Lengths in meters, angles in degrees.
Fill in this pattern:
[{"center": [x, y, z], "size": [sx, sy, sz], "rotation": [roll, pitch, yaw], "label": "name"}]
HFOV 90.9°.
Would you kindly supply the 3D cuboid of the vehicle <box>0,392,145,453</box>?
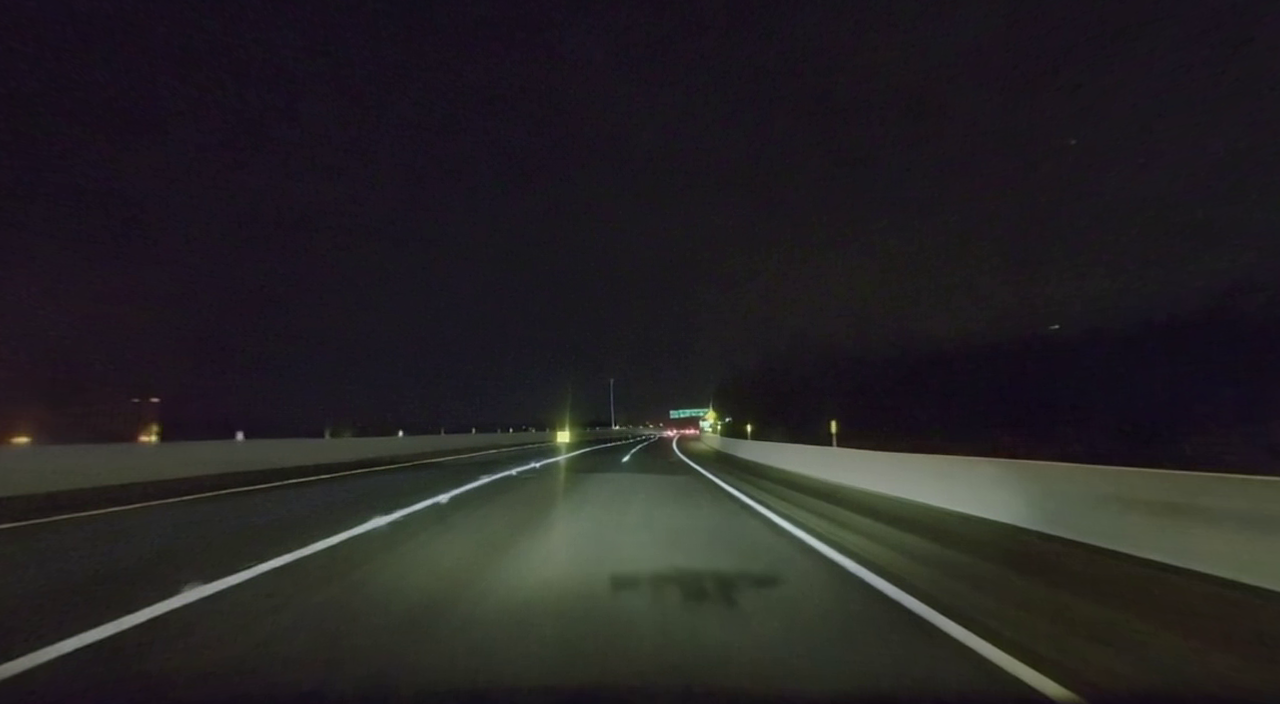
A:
[{"center": [-35.969, 4.576, 40.092], "size": [2.830, 3.469, 8.267], "rotation": [1, -8, -6], "label": "vehicle"}]
